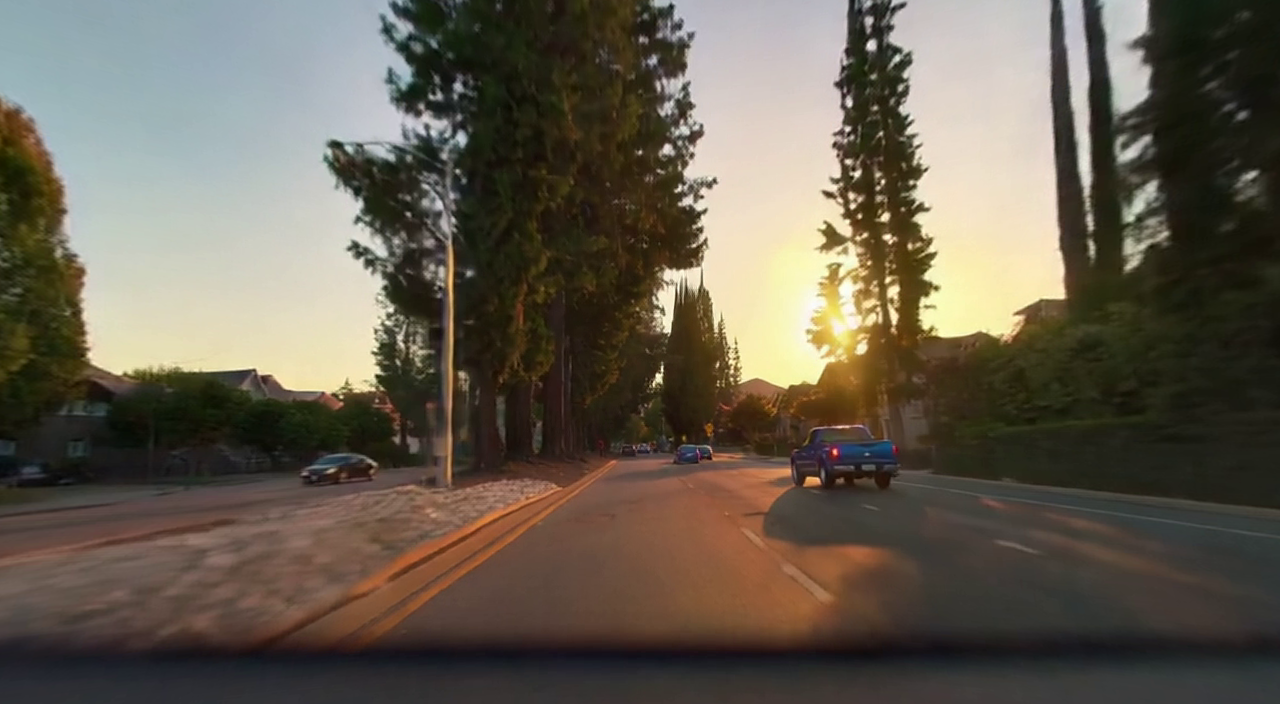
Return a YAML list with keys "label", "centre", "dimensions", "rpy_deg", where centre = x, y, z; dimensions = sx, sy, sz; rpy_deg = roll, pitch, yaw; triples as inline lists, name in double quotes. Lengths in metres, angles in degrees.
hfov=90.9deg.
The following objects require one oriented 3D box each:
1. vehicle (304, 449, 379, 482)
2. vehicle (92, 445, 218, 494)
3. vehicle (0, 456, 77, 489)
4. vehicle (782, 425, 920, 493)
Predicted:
- label: "vehicle"
  centre: [-14.213, 5.416, 30.306]
  dimensions: [1.803, 1.438, 4.538]
  rpy_deg: [1, -9, -6]
- label: "vehicle"
  centre: [-23.134, 5.521, 30.068]
  dimensions: [5.541, 2.074, 2.416]
  rpy_deg: [-4, -9, 26]
- label: "vehicle"
  centre: [-38.040, 7.452, 39.117]
  dimensions: [4.138, 1.865, 1.998]
  rpy_deg: [0, -8, -1]
- label: "vehicle"
  centre: [6.210, 3.251, 19.504]
  dimensions: [2.262, 1.769, 5.666]
  rpy_deg: [0, -8, -1]
